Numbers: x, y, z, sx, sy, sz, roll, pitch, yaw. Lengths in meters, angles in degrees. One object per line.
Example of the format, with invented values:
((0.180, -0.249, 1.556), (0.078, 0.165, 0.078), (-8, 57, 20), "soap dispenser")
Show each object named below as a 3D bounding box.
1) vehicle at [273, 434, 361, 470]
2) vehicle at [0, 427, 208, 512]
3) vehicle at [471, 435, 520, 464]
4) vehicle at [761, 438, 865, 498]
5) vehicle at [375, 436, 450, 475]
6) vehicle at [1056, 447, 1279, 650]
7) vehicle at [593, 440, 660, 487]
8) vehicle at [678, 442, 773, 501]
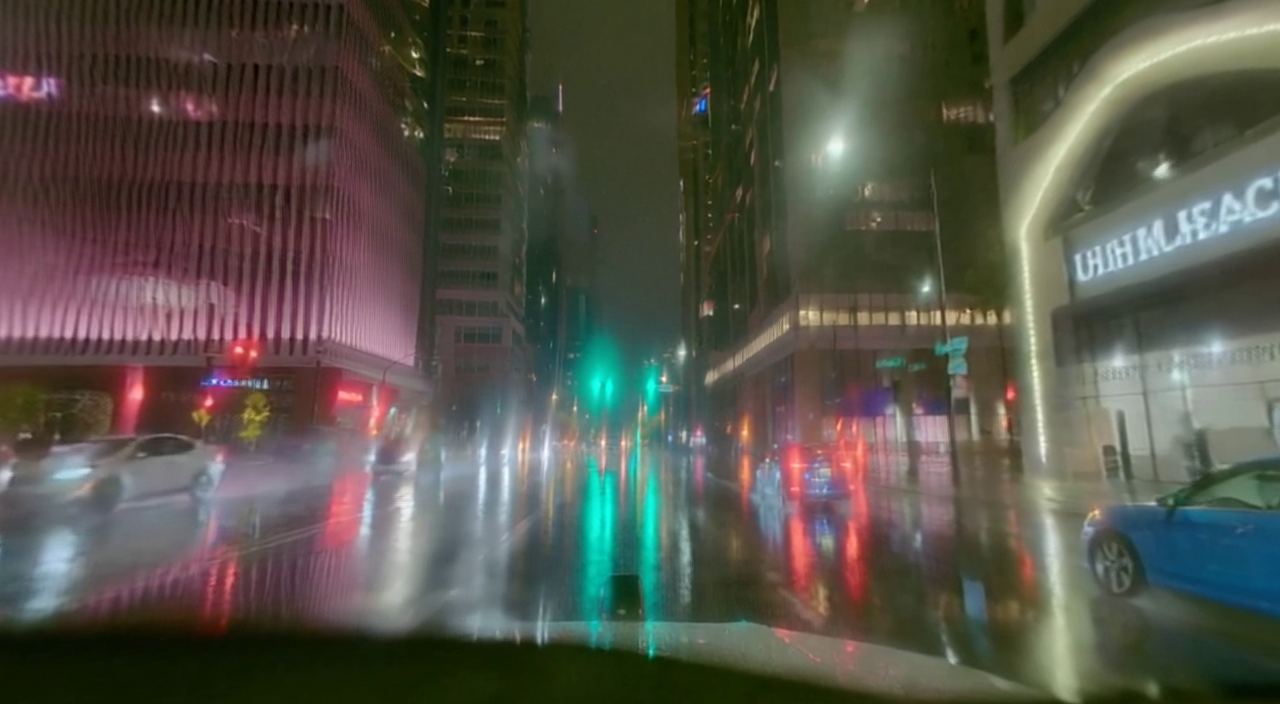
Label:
((-16.184, 5.061, 31.983), (2.087, 1.676, 4.567), (0, -9, -1), "vehicle")
((-12.525, 2.686, 14.828), (1.929, 1.693, 4.070), (0, -9, -2), "vehicle")
((-9.795, 6.657, 43.221), (2.142, 1.817, 4.823), (0, -9, 0), "vehicle")
((5.528, 3.746, 20.864), (2.015, 1.745, 4.444), (0, -9, -2), "vehicle")
((-10.160, 4.660, 28.593), (1.879, 1.637, 4.100), (0, -9, 0), "vehicle")
((5.686, 1.454, 4.707), (1.914, 1.484, 4.639), (0, -9, -1), "vehicle")
((-0.446, 3.822, 21.937), (2.096, 1.457, 4.160), (0, -9, -1), "vehicle")
((2.327, 3.378, 18.369), (1.987, 1.484, 4.427), (0, -9, -2), "vehicle")
